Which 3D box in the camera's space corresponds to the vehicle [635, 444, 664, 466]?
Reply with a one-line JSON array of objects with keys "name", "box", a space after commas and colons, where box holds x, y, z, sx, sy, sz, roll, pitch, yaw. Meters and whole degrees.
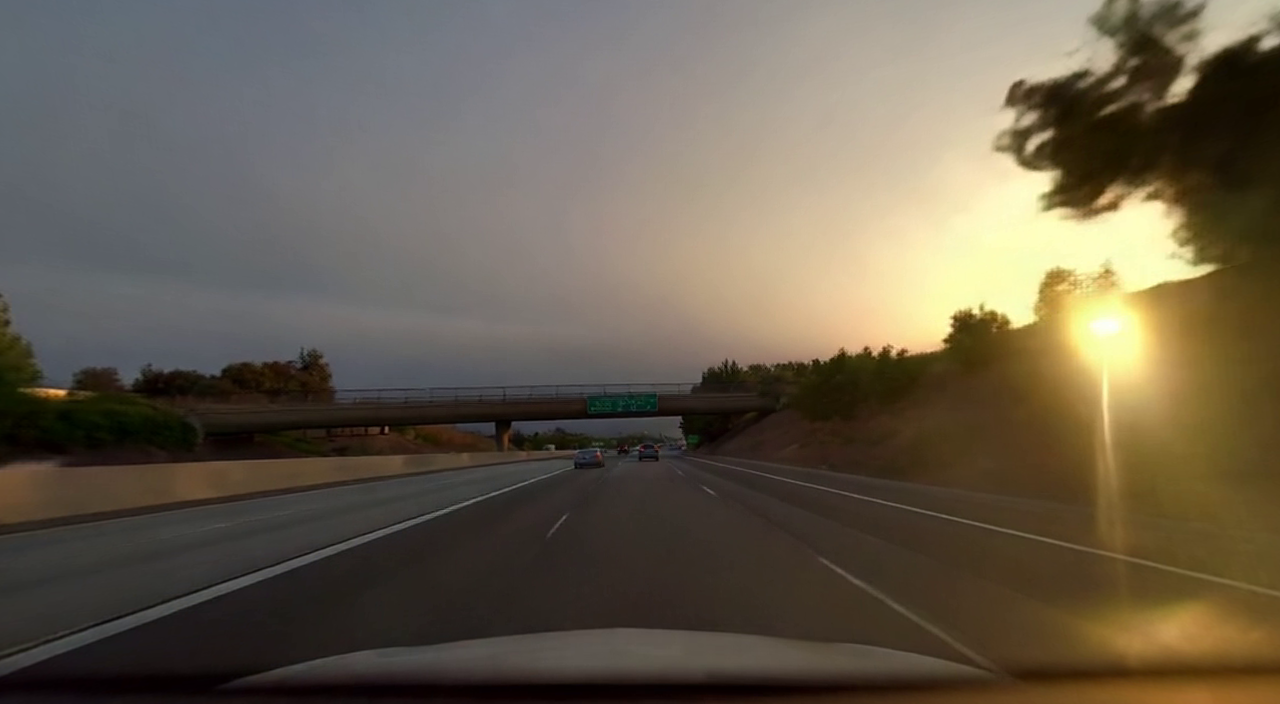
[{"name": "vehicle", "box": [0.644, 7.254, 44.735, 1.970, 1.477, 4.158, 0, -9, -1]}]
